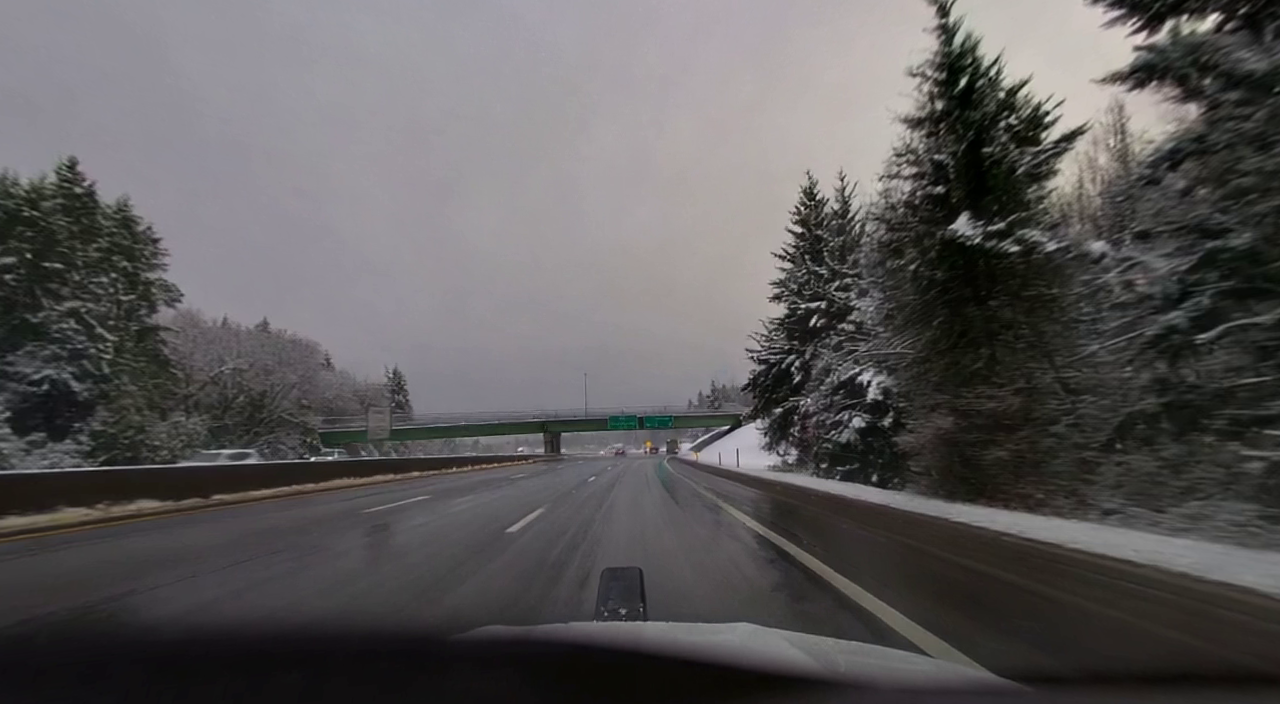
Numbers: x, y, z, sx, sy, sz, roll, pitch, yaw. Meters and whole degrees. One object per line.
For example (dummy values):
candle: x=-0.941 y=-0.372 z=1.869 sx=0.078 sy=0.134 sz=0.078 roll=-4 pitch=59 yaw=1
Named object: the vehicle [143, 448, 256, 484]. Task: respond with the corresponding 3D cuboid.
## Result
vehicle: x=-20.201 y=5.227 z=29.207 sx=1.902 sy=1.505 sz=4.575 roll=0 pitch=-9 yaw=0
